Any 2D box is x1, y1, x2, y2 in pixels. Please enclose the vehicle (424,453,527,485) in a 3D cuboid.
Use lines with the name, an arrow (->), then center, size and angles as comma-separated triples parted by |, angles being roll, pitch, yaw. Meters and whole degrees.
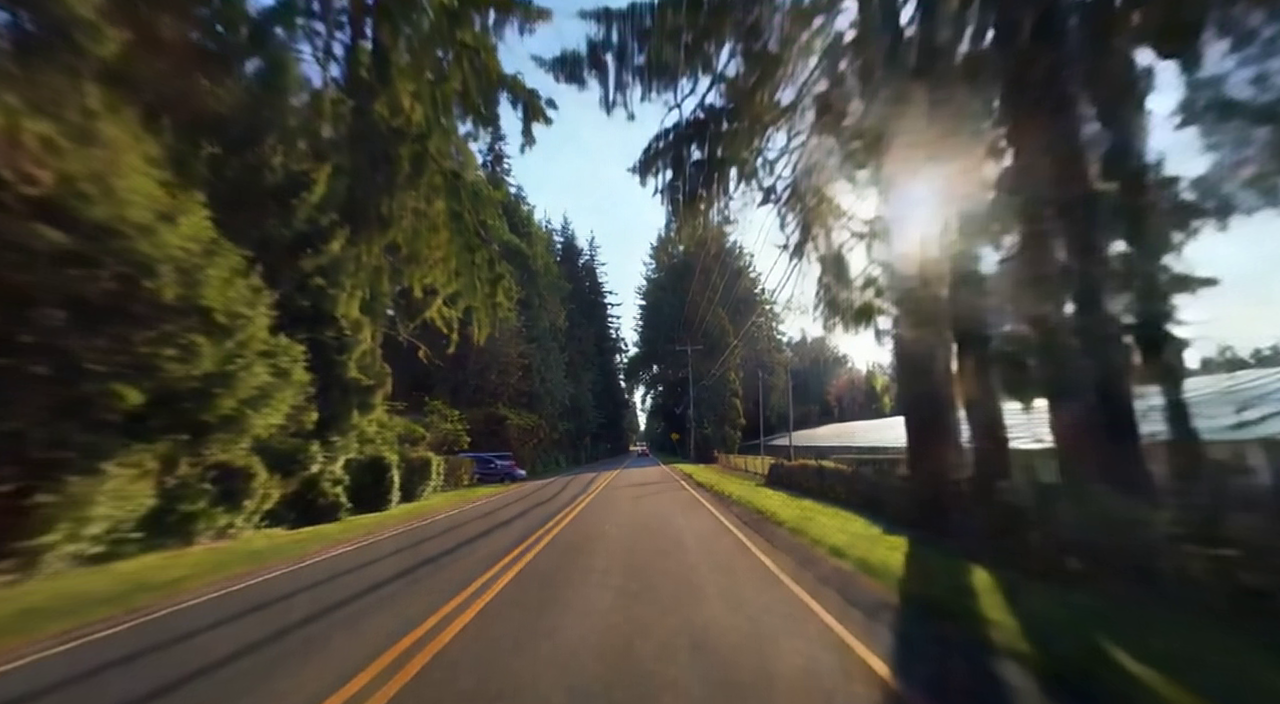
vehicle -> -8.115, 5.816, 31.456 | 4.525, 1.499, 1.934 | 0, -8, 1
